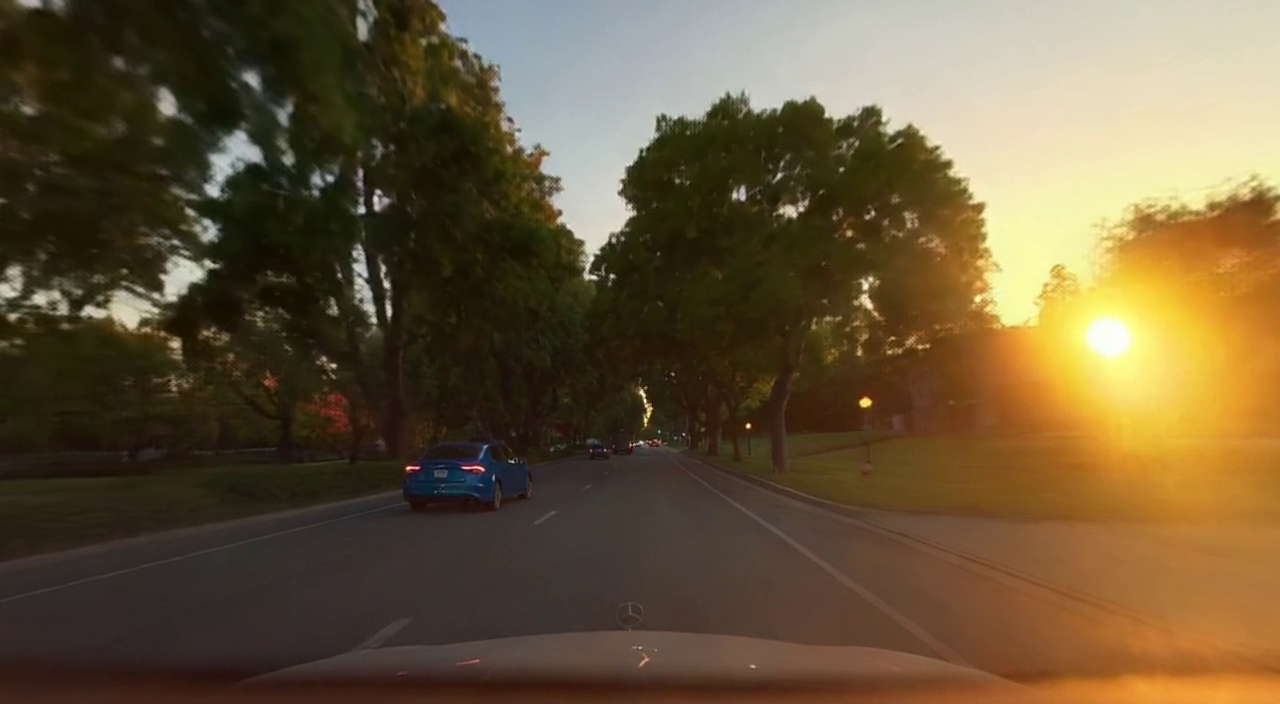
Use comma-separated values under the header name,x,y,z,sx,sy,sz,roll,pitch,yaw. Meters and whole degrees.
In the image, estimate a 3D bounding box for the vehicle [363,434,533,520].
name,x,y,z,sx,sy,sz,roll,pitch,yaw
vehicle,-3.668,2.475,13.067,2.033,1.454,4.512,0,-8,1
